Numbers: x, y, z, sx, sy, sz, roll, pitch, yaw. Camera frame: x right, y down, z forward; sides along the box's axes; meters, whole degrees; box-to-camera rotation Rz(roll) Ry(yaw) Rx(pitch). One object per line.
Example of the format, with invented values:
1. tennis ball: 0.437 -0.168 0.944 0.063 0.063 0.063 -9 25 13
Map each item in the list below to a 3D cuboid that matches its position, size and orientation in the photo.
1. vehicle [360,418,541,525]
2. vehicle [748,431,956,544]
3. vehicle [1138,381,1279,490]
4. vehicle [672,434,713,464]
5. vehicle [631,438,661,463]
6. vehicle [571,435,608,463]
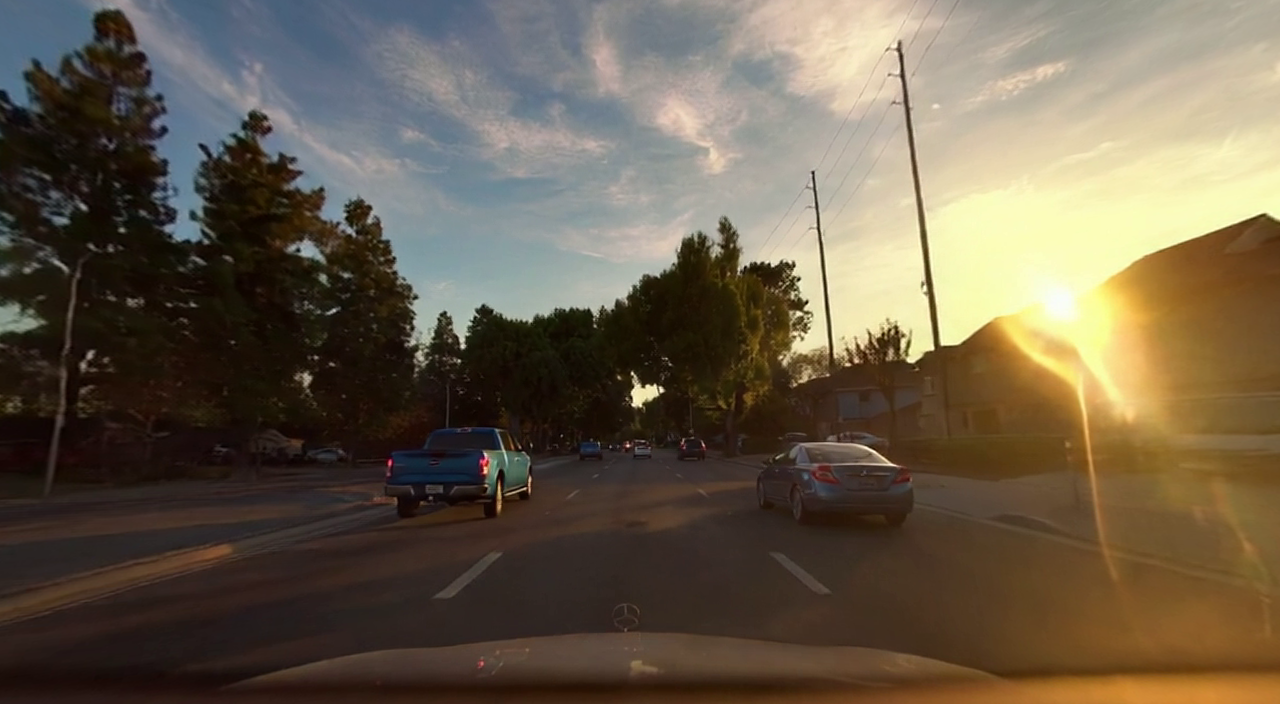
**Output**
1. vehicle: -3.542 2.363 13.104 2.111 1.745 5.274 0 -8 0
2. vehicle: 3.146 2.086 10.438 1.884 1.463 4.195 0 -8 -1
3. vehicle: 14.729 1.853 14.331 4.801 2.233 2.222 -2 -9 0
4. vehicle: 3.373 6.358 41.443 2.099 1.845 4.363 0 -8 -2
5. vehicle: 0.368 6.865 44.287 1.997 1.636 3.760 0 -8 -2
6. vehicle: -3.464 6.800 44.307 2.218 1.829 4.492 0 -8 0
